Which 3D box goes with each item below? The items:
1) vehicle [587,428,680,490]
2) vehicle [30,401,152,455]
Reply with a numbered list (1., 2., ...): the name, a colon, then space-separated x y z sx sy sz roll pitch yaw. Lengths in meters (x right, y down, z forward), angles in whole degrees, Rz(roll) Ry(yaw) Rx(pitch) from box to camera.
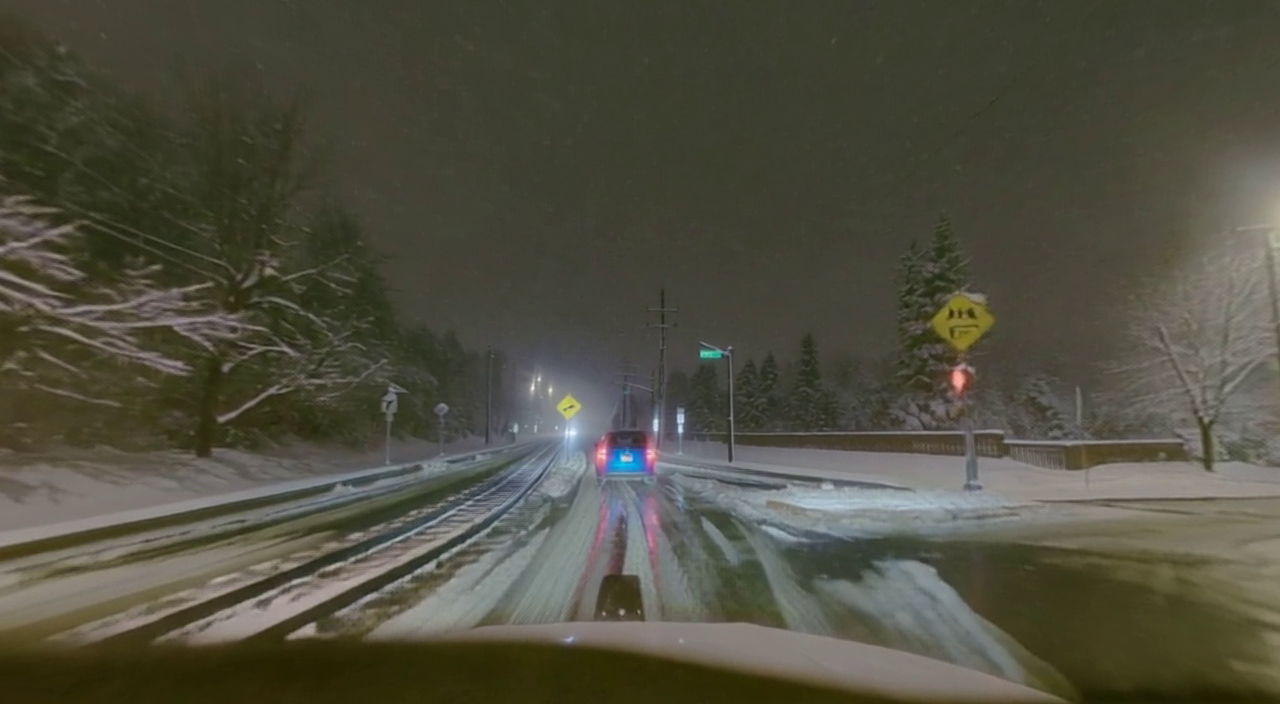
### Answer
1. vehicle: -0.317 2.956 17.804 2.295 1.510 4.364 0 -8 -4
2. vehicle: -31.816 4.536 37.044 2.983 2.816 7.042 3 -9 -21
